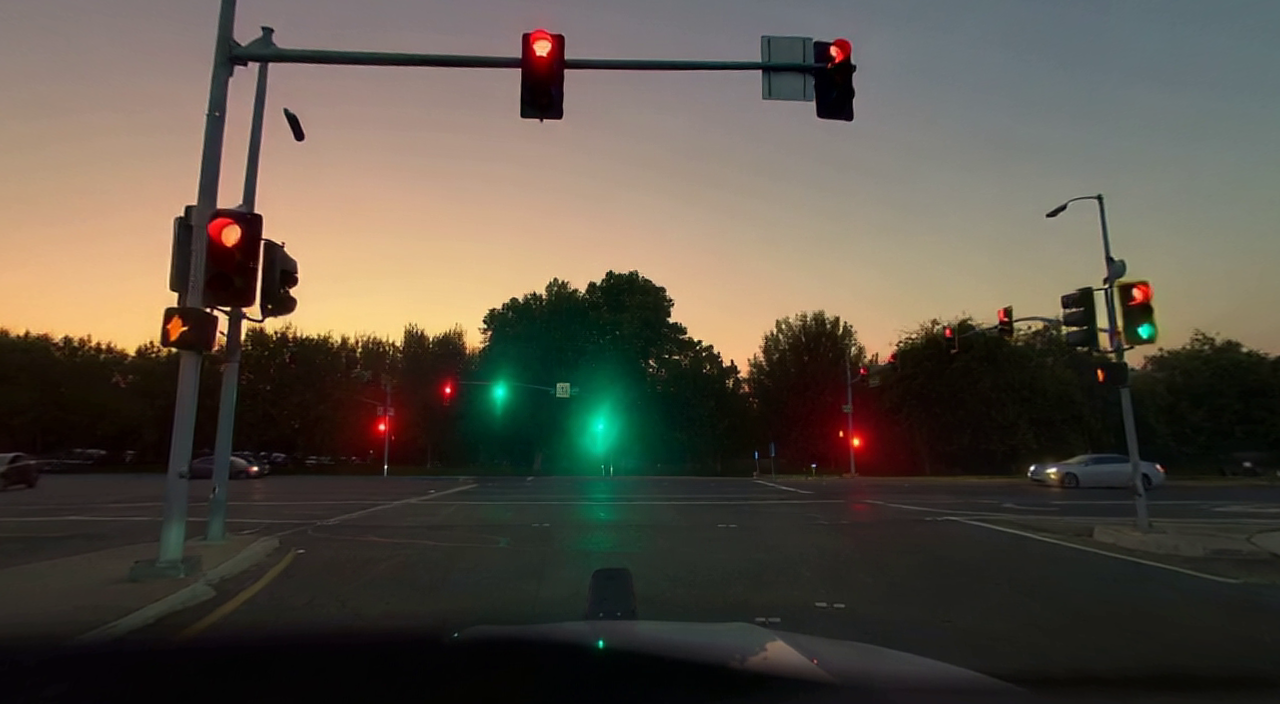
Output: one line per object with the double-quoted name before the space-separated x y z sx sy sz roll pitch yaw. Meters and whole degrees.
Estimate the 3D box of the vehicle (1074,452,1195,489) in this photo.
"vehicle" 22.761 5.444 29.093 3.998 1.590 1.936 1 -10 -6
